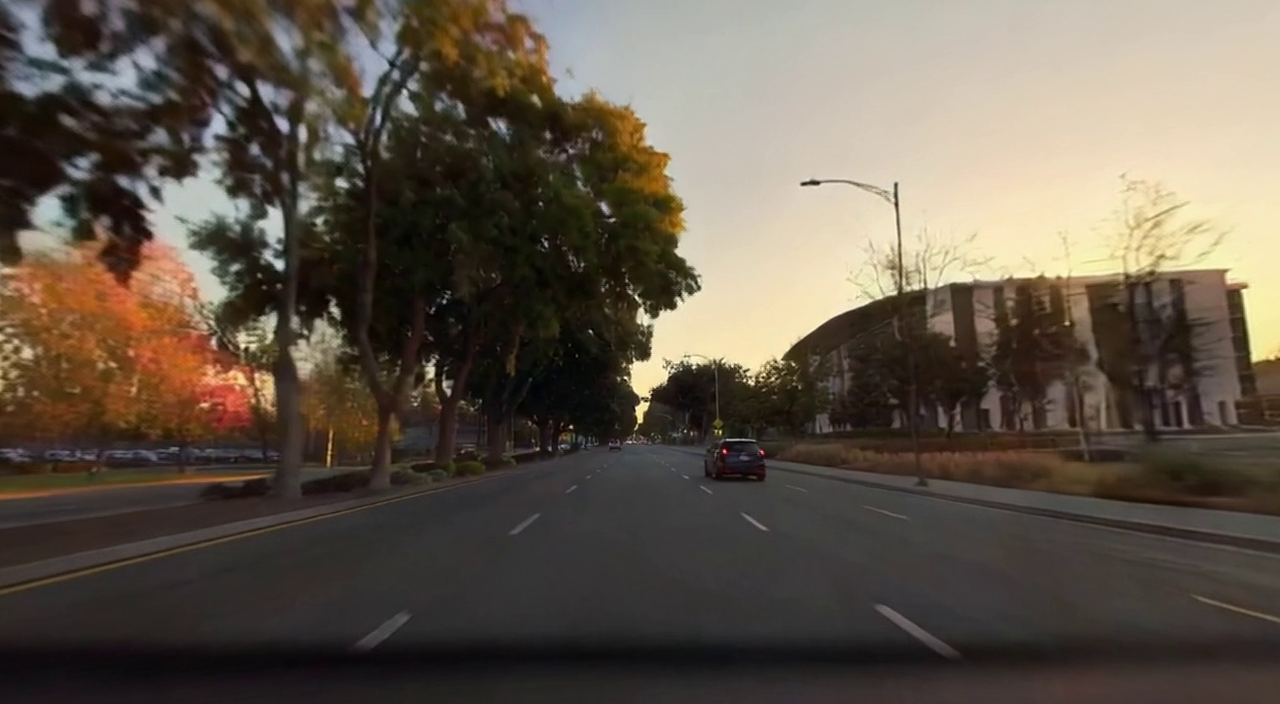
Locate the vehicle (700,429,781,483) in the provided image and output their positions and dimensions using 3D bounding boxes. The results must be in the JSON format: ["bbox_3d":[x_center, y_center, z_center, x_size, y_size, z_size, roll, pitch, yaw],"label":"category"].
[{"bbox_3d":[3.468,3.710,22.728,2.083,1.743,4.354,0,-8,-2],"label":"vehicle"}]
